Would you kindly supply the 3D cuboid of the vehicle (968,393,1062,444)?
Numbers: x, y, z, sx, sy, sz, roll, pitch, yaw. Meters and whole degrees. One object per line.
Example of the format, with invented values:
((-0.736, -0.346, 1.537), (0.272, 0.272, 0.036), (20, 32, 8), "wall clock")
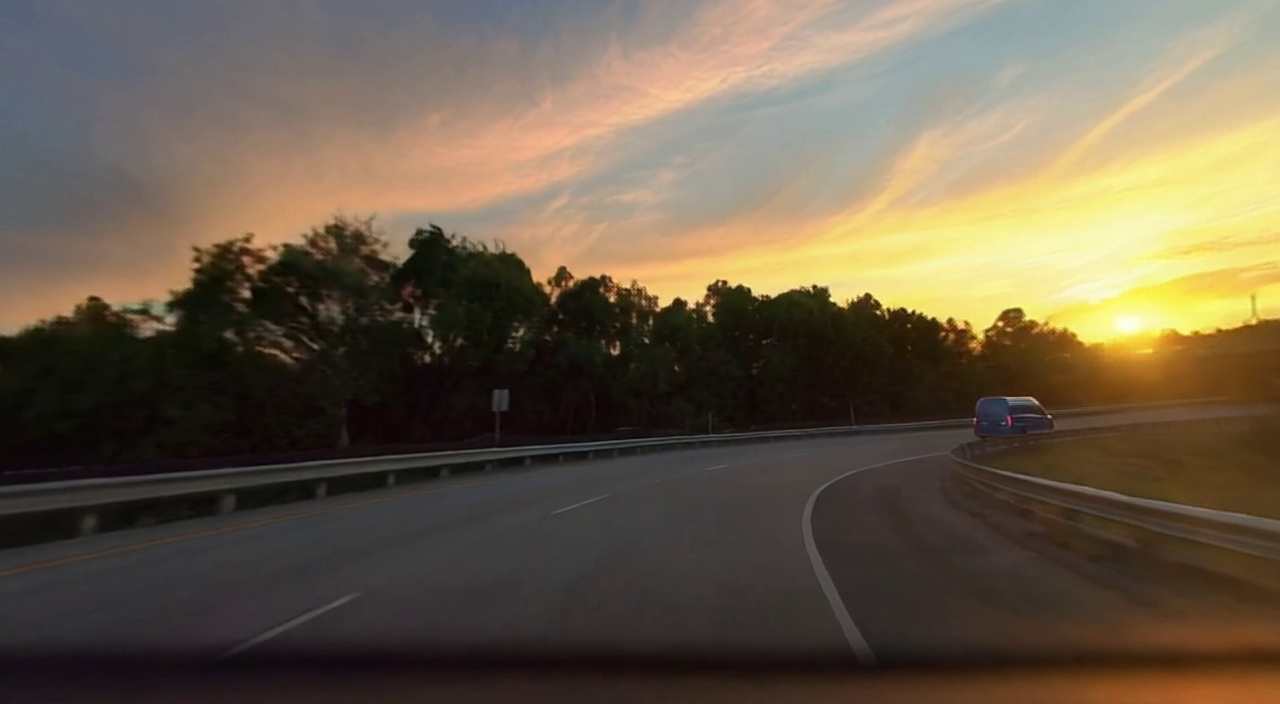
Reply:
((20.580, 3.698, 34.524), (5.330, 2.577, 2.352), (5, -9, -35), "vehicle")
